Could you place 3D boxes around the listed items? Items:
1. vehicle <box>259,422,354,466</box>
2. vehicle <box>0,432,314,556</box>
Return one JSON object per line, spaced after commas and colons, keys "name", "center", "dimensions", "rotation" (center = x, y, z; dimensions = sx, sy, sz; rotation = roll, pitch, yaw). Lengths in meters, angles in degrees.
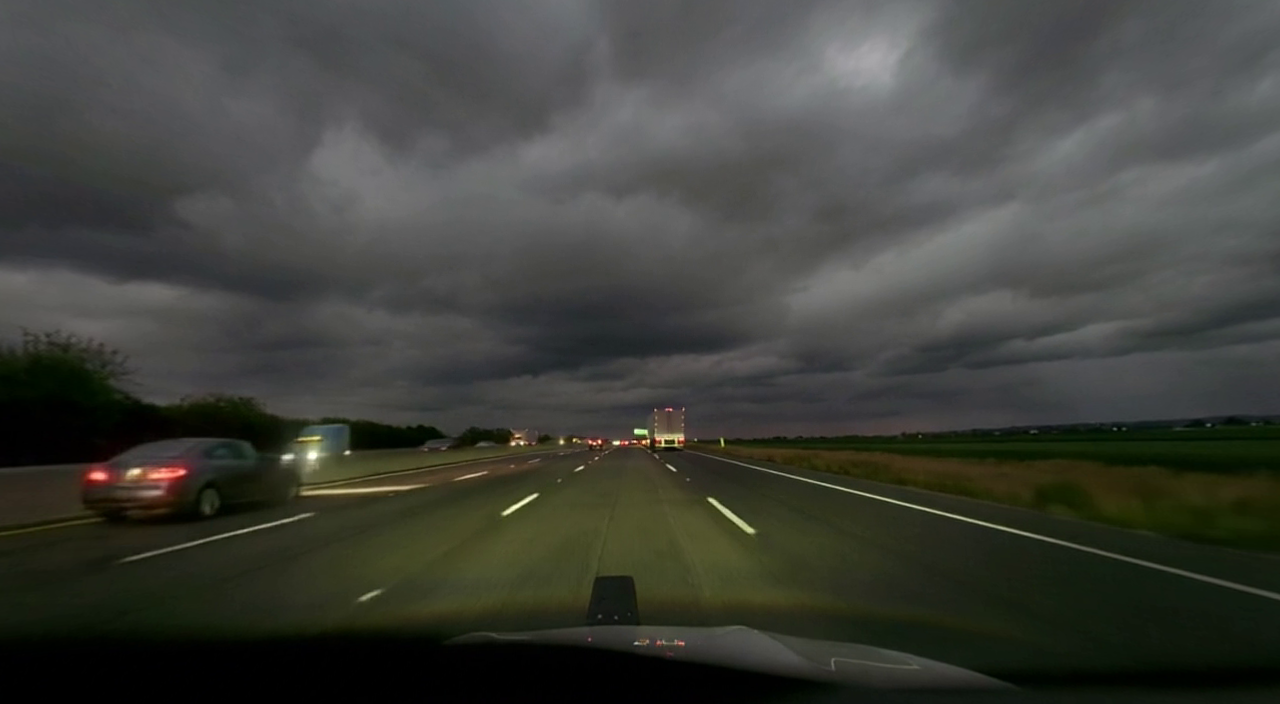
{"name": "vehicle", "center": [-23.752, 6.579, 45.416], "dimensions": [2.828, 2.928, 7.178], "rotation": [0, -8, 1]}
{"name": "vehicle", "center": [-7.155, 1.987, 9.732], "dimensions": [2.018, 1.454, 4.290], "rotation": [0, -8, -1]}
